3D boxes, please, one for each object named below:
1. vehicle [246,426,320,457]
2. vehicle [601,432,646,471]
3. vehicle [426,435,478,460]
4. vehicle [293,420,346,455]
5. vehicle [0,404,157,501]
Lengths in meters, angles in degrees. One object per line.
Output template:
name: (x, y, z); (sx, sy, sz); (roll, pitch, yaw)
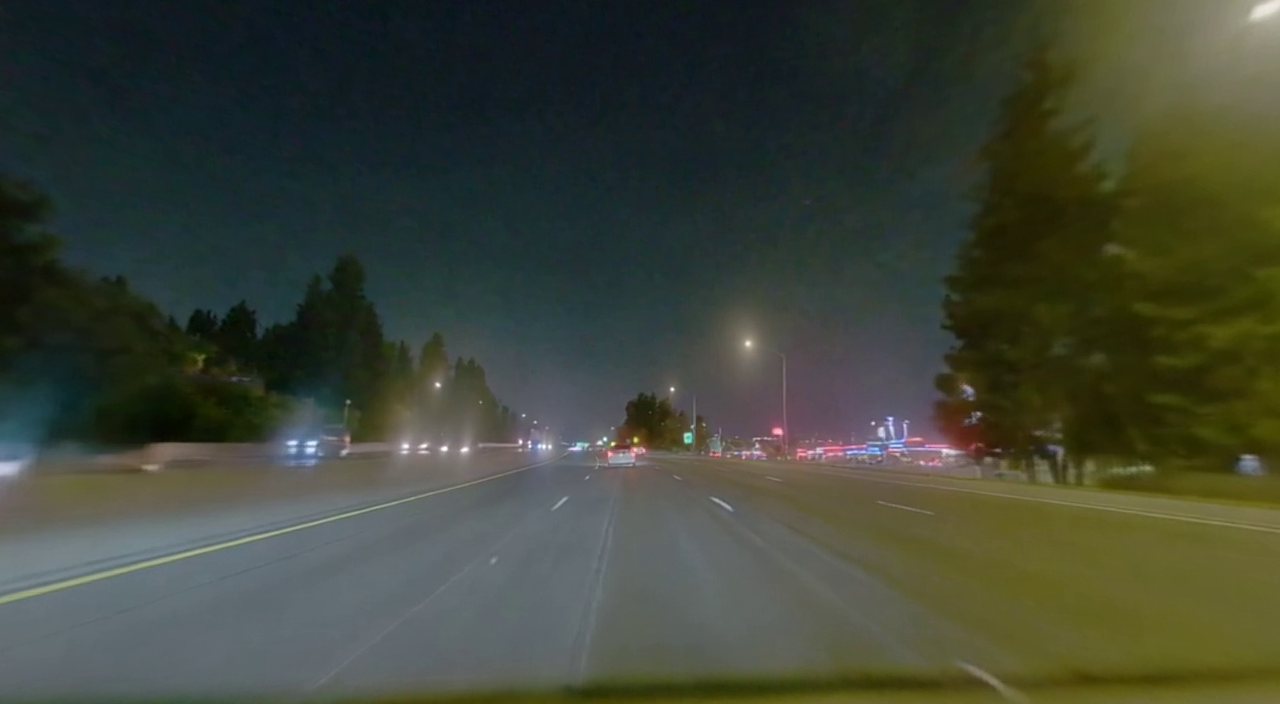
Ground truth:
vehicle: (-23.320, 5.908, 41.541); (2.041, 1.867, 5.283); (0, -9, -3)
vehicle: (-0.913, 5.213, 33.138); (2.155, 1.856, 4.796); (0, -9, -3)
vehicle: (-12.245, 6.280, 41.475); (2.073, 1.508, 4.703); (0, -9, -2)
vehicle: (-23.596, 6.333, 46.638); (2.020, 2.495, 3.677); (0, -9, -3)
vehicle: (-11.215, 1.733, 10.905); (2.059, 1.520, 4.674); (0, -9, 0)
